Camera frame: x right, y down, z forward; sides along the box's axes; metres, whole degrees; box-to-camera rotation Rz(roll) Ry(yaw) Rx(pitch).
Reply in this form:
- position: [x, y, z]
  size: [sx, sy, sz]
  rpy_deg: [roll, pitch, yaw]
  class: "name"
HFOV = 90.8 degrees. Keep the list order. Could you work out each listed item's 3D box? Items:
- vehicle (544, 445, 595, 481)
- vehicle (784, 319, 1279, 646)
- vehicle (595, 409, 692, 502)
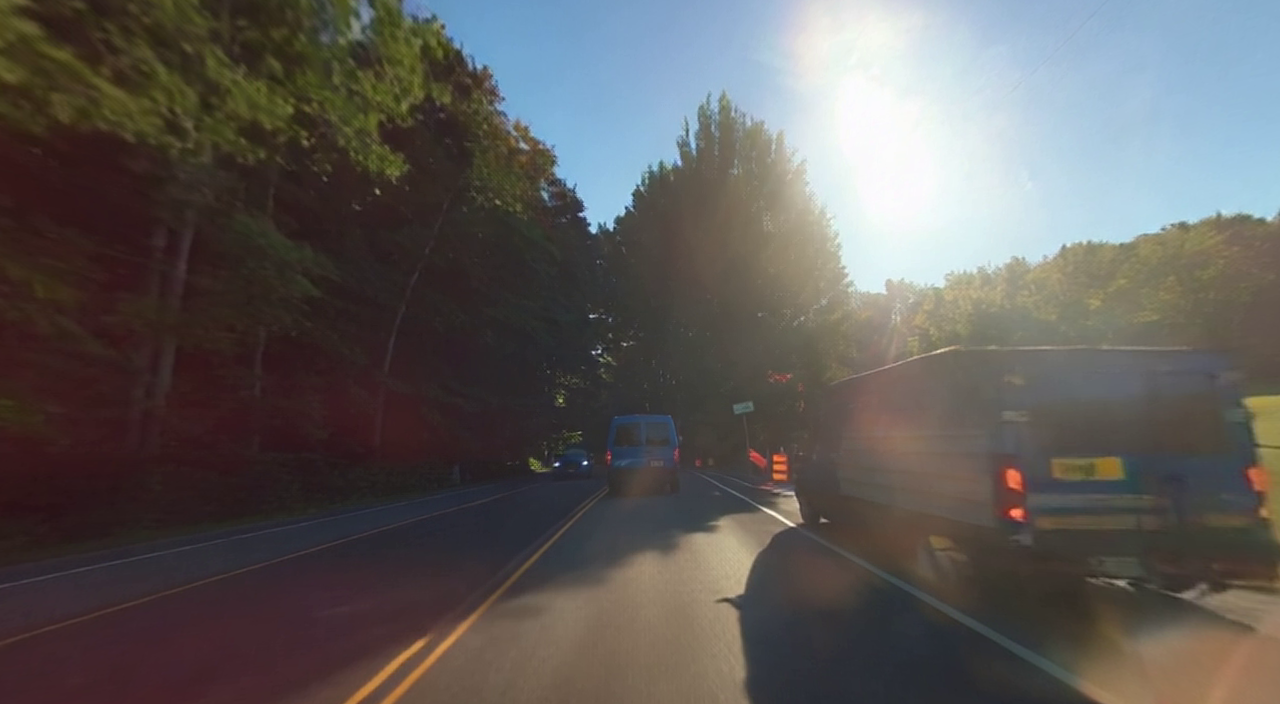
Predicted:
- position: [-3.853, 6.155, 35.493]
  size: [2.230, 1.842, 5.014]
  rpy_deg: [0, -8, 0]
  class: "vehicle"
- position: [3.876, 1.360, 7.817]
  size: [2.833, 2.033, 7.668]
  rpy_deg: [0, -8, 4]
  class: "vehicle"
- position: [0.234, 2.877, 17.923]
  size: [2.362, 2.247, 4.892]
  rpy_deg: [0, -9, 4]
  class: "vehicle"
